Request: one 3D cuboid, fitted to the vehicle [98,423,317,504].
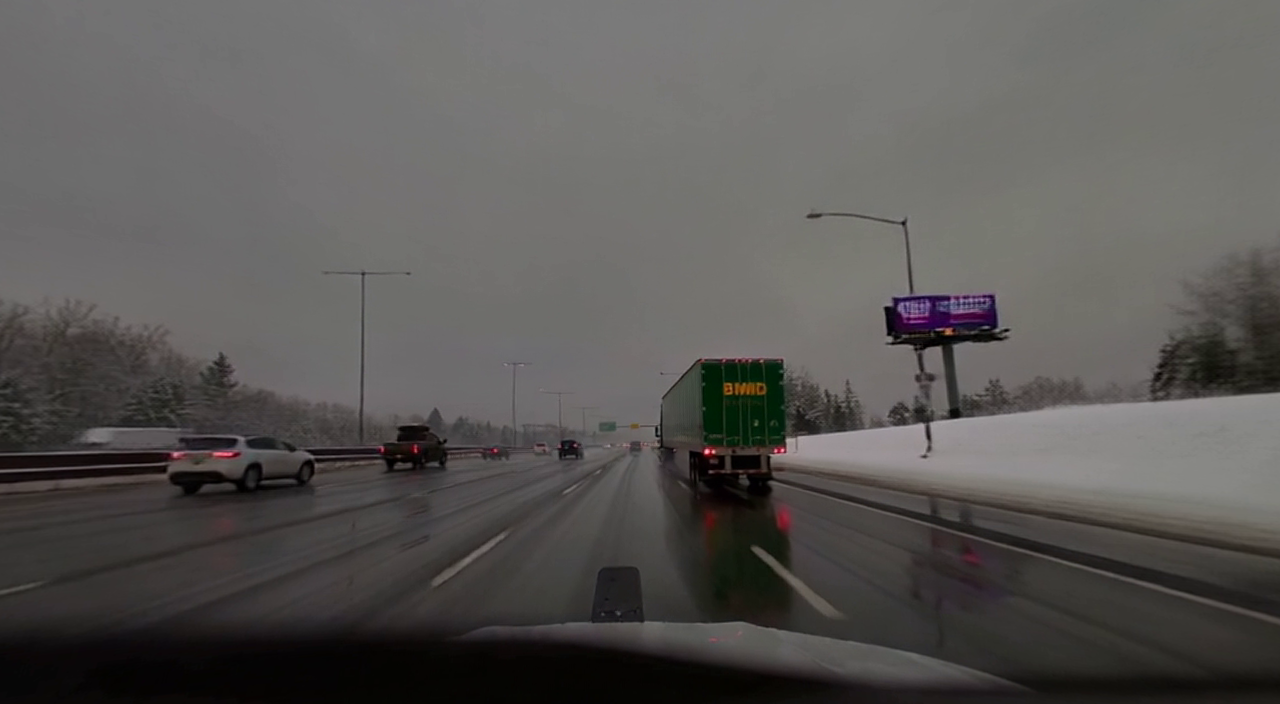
[{"bbox_3d":[-10.485,2.738,15.931,2.045,1.697,4.844,0,-8,0],"label":"vehicle"}]

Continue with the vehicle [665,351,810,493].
[{"bbox_3d":[3.006,3.015,25.113,2.891,3.944,15.051,0,-8,-2],"label":"vehicle"}]

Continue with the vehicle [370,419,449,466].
[{"bbox_3d":[-13.695,5.472,38.093,2.307,2.571,6.260,0,-8,1],"label":"vehicle"}]
